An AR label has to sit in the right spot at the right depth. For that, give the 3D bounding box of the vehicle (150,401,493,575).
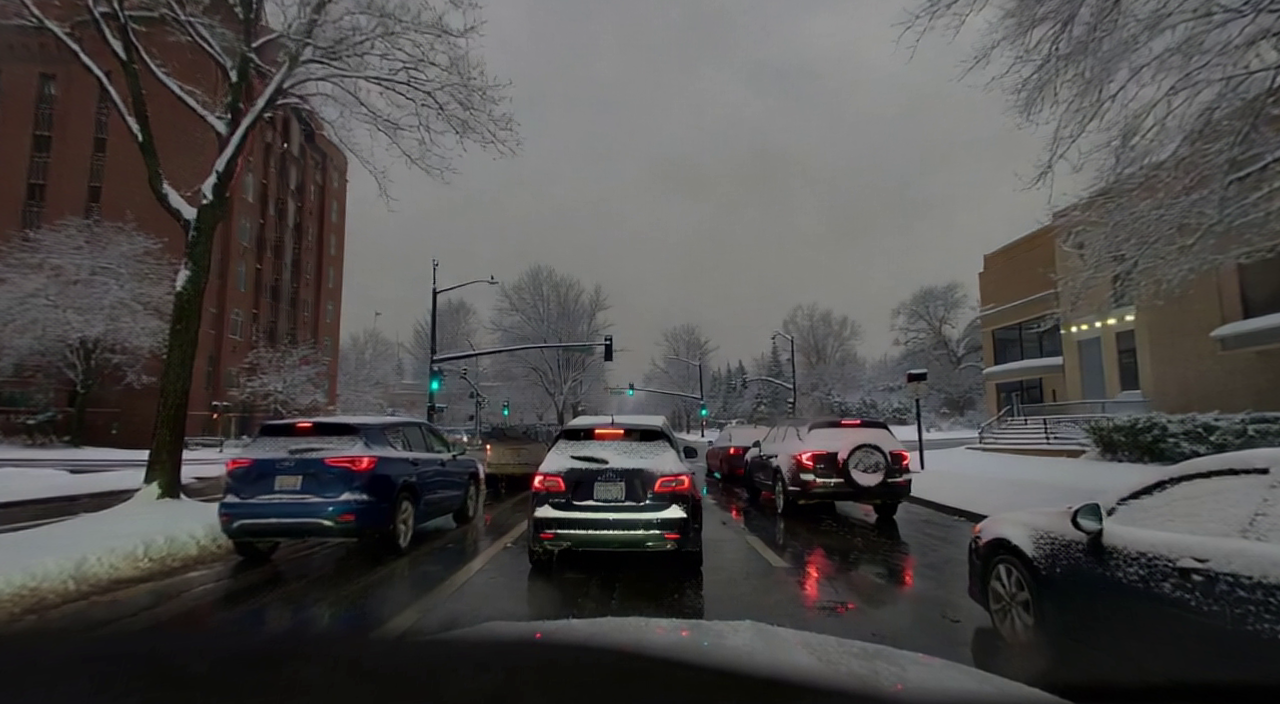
[{"bbox_3d":[-3.751,1.710,8.743,2.141,1.718,4.809,0,-8,1],"label":"vehicle"}]

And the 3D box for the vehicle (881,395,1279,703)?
[{"bbox_3d":[3.241,1.070,3.415,2.045,1.459,4.462,0,-8,-1],"label":"vehicle"}]

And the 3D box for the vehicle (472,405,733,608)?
[{"bbox_3d":[-0.352,1.585,7.423,2.114,1.631,4.459,0,-8,-1],"label":"vehicle"}]

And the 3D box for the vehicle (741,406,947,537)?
[{"bbox_3d":[3.341,2.083,11.539,2.117,1.879,4.715,0,-8,-1],"label":"vehicle"}]
